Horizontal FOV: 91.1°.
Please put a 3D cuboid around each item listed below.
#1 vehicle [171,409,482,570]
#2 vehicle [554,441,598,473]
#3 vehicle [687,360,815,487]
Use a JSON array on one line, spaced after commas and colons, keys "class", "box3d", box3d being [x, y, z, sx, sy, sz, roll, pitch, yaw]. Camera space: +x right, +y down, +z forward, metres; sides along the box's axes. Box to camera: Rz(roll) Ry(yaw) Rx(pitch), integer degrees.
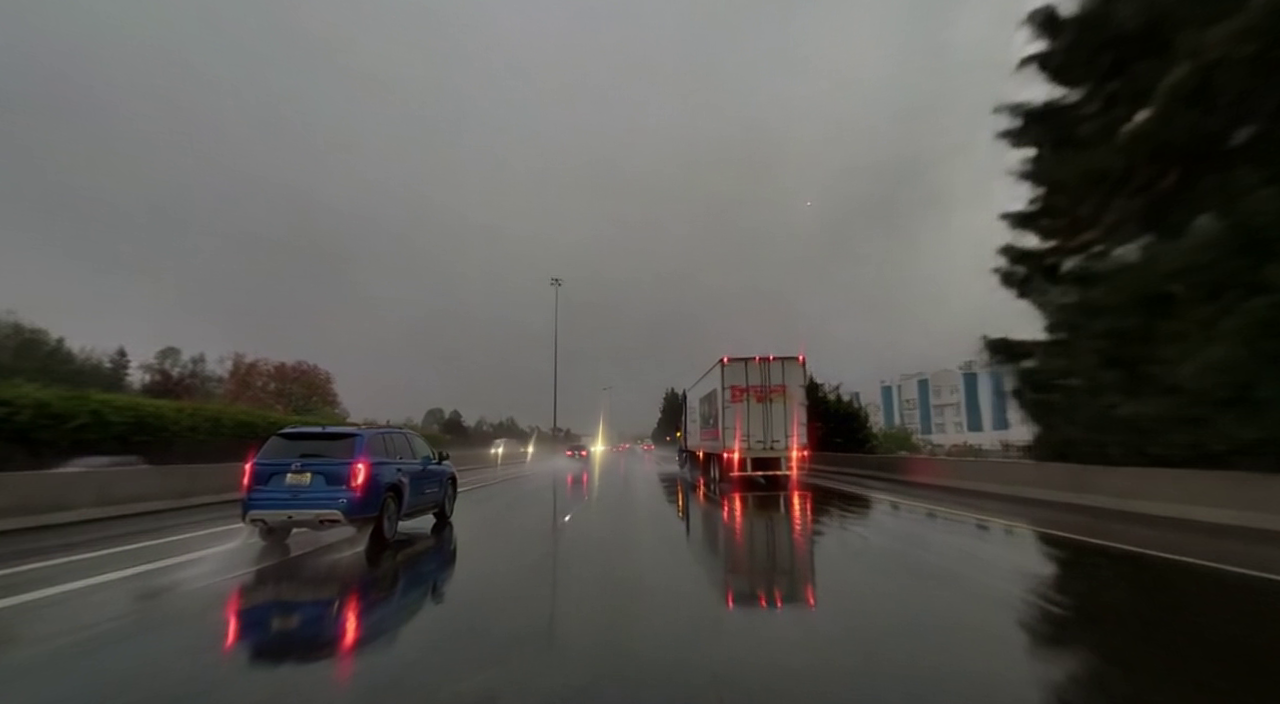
[{"class": "vehicle", "box3d": [-4.079, 1.893, 9.371, 2.202, 1.760, 4.617, 0, -9, 0]}, {"class": "vehicle", "box3d": [-3.656, 6.131, 36.795, 2.139, 1.716, 4.530, 0, -9, 0]}, {"class": "vehicle", "box3d": [4.208, 3.439, 28.018, 2.998, 4.236, 13.886, 0, -9, -1]}]
